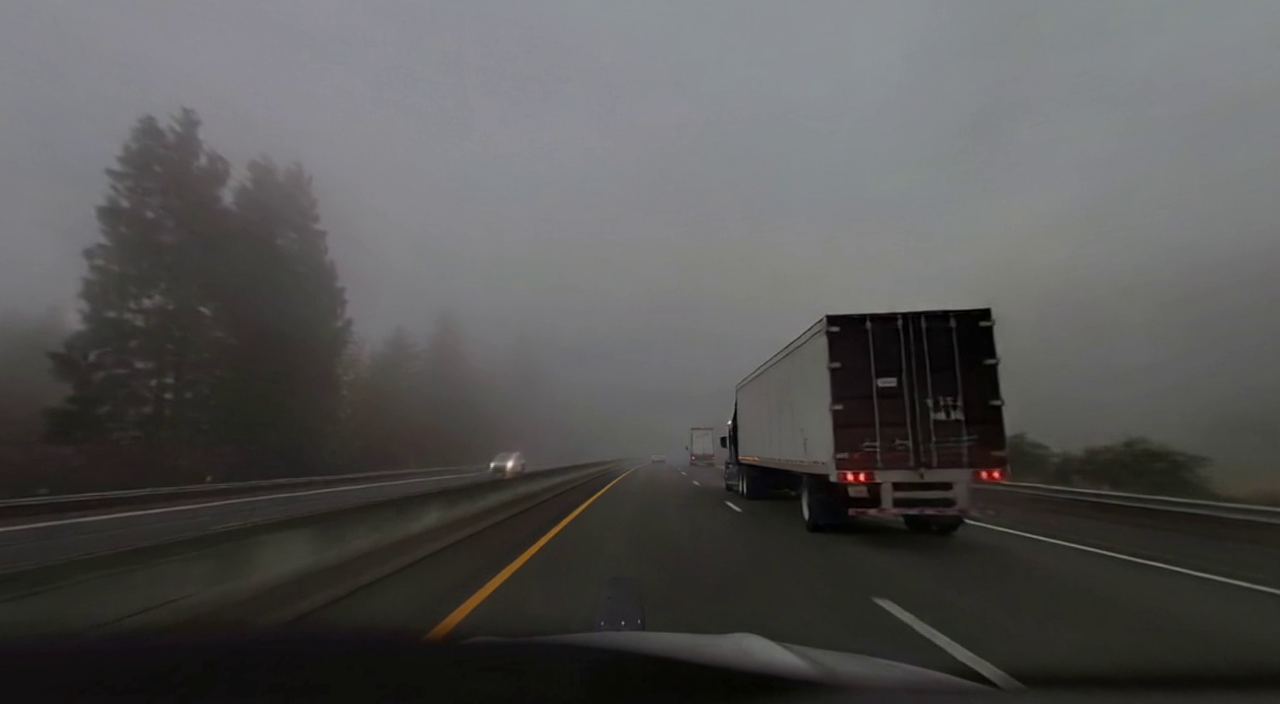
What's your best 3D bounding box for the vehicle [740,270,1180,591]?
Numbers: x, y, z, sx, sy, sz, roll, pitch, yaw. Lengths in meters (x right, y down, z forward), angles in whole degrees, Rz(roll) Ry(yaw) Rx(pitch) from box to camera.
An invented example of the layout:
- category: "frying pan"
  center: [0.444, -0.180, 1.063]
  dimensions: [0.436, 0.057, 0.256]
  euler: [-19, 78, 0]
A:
- category: "vehicle"
  center: [4.404, 1.703, 12.816]
  dimensions: [2.866, 3.558, 11.674]
  euler: [0, -9, 0]
